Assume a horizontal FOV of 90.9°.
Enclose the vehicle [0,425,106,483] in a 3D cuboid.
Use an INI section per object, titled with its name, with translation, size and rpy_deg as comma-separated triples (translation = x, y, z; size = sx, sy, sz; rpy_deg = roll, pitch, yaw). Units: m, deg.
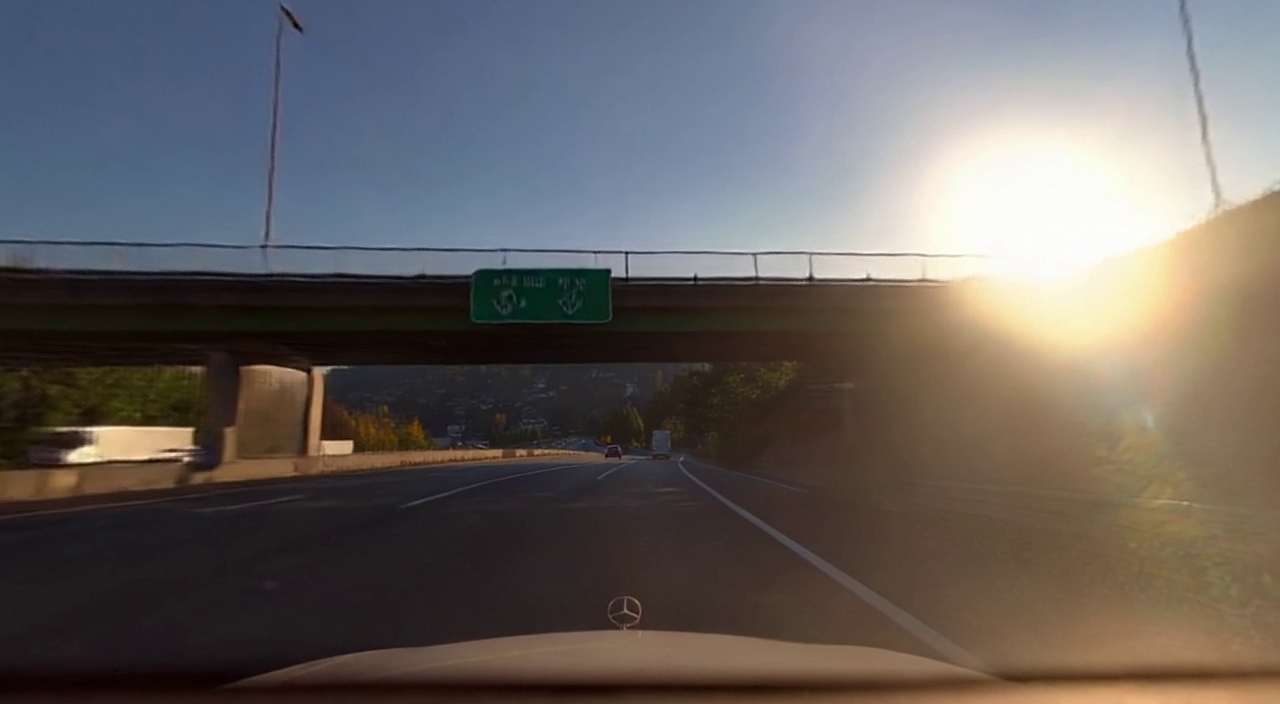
[vehicle]
translation = -39.802, 6.821, 42.166
size = 2.887, 3.555, 6.298
rpy_deg = 2, -9, -8
